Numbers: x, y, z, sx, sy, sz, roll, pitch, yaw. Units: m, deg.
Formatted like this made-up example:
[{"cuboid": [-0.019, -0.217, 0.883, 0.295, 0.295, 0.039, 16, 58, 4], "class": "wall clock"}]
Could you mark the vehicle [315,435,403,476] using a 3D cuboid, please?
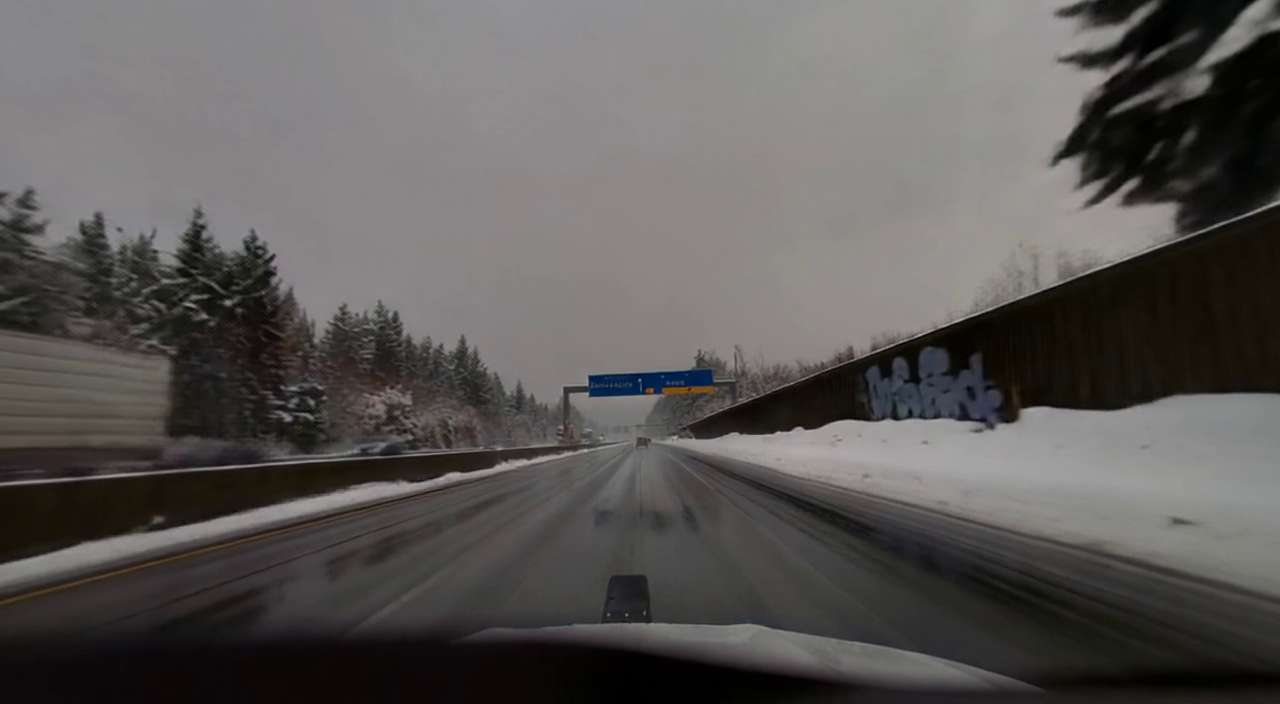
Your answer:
[{"cuboid": [-14.365, 5.301, 32.539, 2.078, 1.922, 5.241, 0, -8, 0], "class": "vehicle"}]

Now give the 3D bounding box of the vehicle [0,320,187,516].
[{"cuboid": [-14.770, 1.122, 11.297, 2.934, 4.031, 13.776, 0, -8, 0], "class": "vehicle"}]
